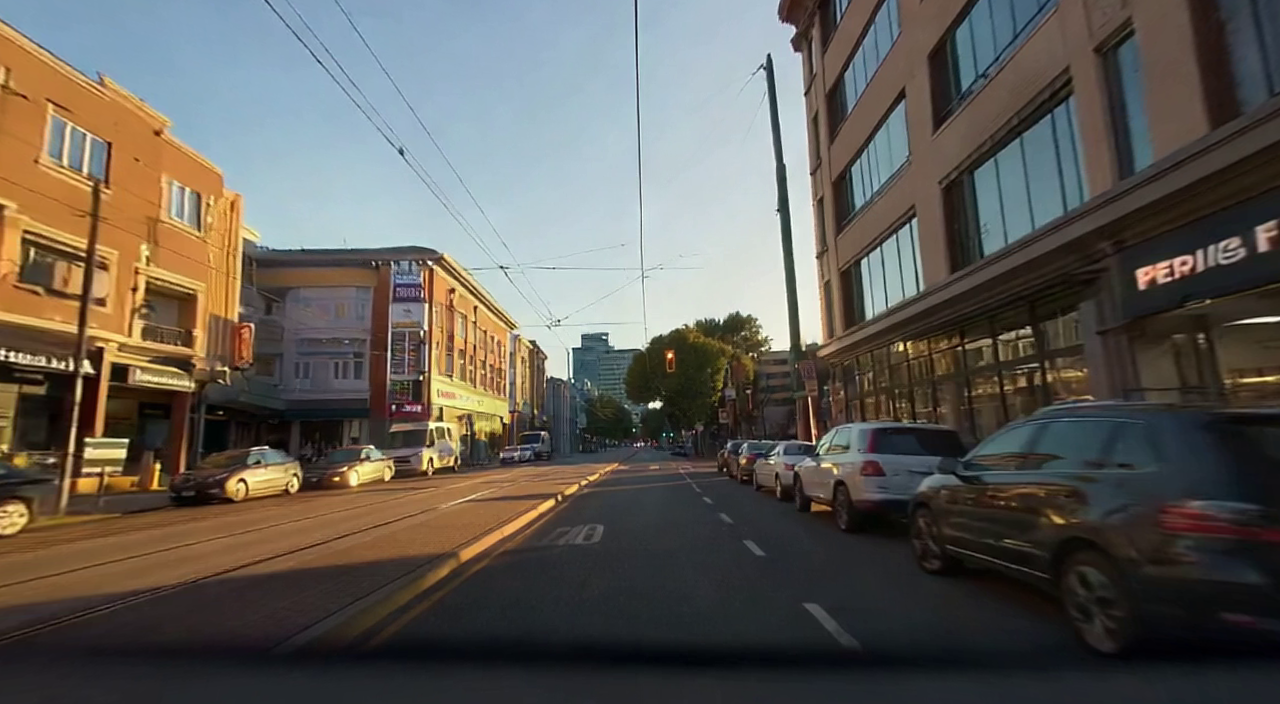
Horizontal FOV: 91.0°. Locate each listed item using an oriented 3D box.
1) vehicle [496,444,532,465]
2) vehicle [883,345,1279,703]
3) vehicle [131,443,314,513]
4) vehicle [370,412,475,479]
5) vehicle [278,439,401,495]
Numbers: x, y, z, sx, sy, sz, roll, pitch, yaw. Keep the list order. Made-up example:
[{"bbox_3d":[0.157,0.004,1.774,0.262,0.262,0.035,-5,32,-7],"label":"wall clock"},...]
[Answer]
[{"bbox_3d":[-9.460,7.719,47.495,1.897,1.464,4.209,0,-8,-1],"label":"vehicle"},{"bbox_3d":[3.591,1.087,4.563,1.879,1.645,4.461,0,-8,0],"label":"vehicle"},{"bbox_3d":[-10.192,3.043,15.789,1.841,1.488,3.852,0,-8,2],"label":"vehicle"},{"bbox_3d":[-9.897,4.394,29.465,2.291,2.745,6.492,0,-9,3],"label":"vehicle"},{"bbox_3d":[-9.914,3.784,21.241,1.837,1.668,4.354,-1,-8,3],"label":"vehicle"}]
